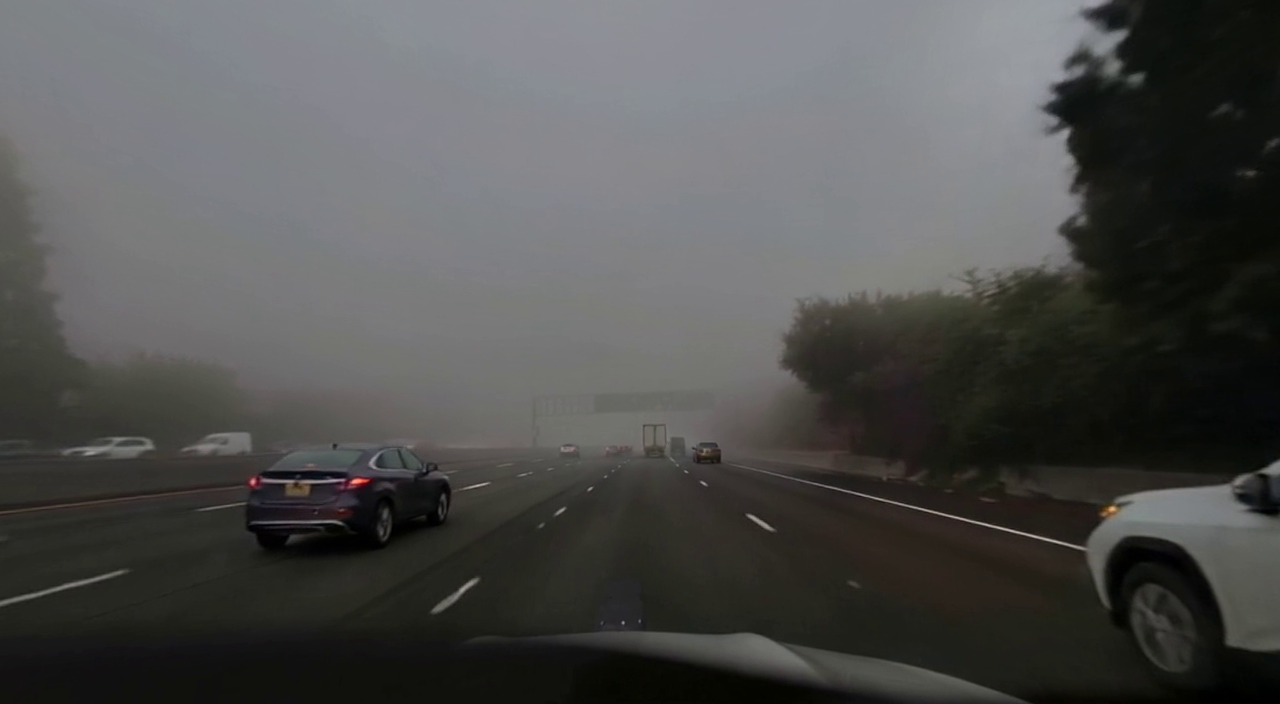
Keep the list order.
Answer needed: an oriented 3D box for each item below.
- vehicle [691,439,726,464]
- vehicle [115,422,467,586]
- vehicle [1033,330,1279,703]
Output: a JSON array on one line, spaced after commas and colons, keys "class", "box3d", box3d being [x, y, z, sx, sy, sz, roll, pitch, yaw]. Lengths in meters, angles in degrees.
[{"class": "vehicle", "box3d": [4.723, 6.910, 43.912, 2.046, 1.655, 4.143, 0, -8, 1]}, {"class": "vehicle", "box3d": [-3.787, 1.696, 7.874, 1.947, 1.479, 4.114, 0, -8, 2]}, {"class": "vehicle", "box3d": [3.630, 0.650, 1.698, 2.108, 1.709, 4.703, 0, -8, 1]}]
